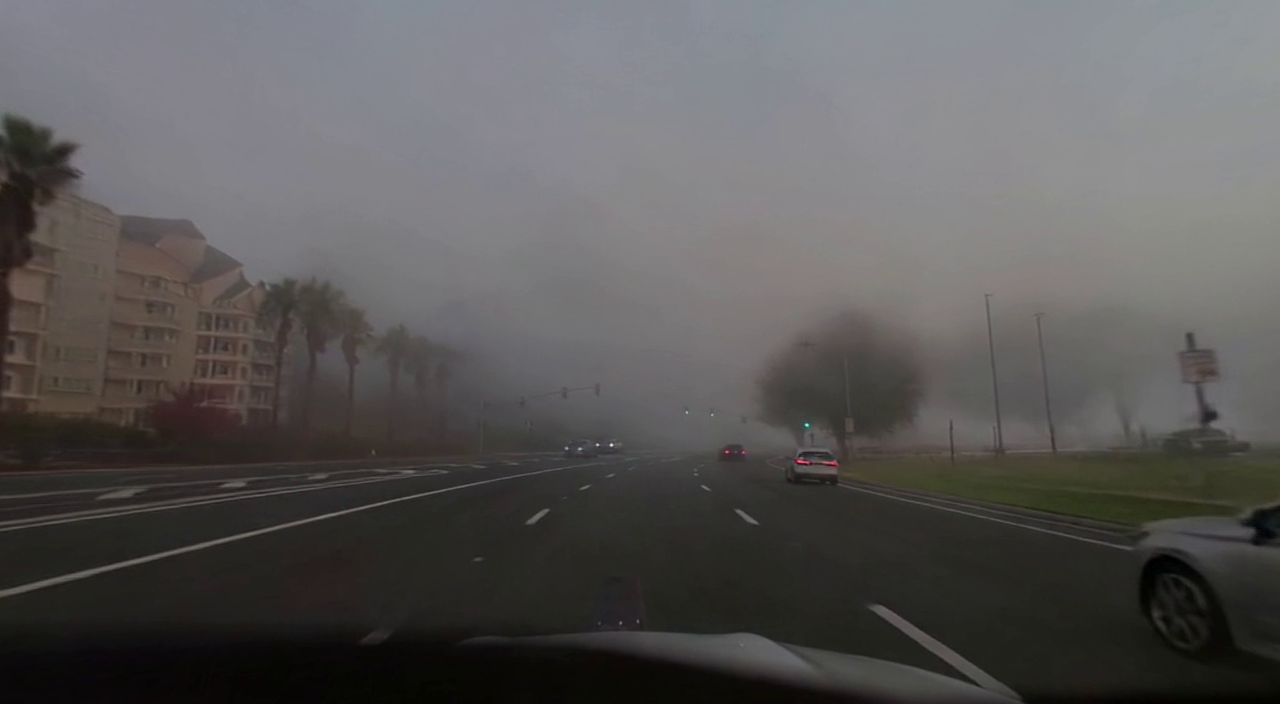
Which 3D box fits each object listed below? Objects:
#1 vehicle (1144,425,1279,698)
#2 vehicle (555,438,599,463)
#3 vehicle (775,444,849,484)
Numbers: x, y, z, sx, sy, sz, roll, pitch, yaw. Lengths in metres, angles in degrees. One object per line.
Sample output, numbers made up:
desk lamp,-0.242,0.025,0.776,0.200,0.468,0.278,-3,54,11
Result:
vehicle,4.473,0.989,2.399,1.993,1.483,3.821,0,-8,2
vehicle,-4.475,7.151,45.906,2.072,1.738,4.757,-1,-9,8
vehicle,7.041,4.602,26.340,2.144,1.473,4.638,-1,-8,5
